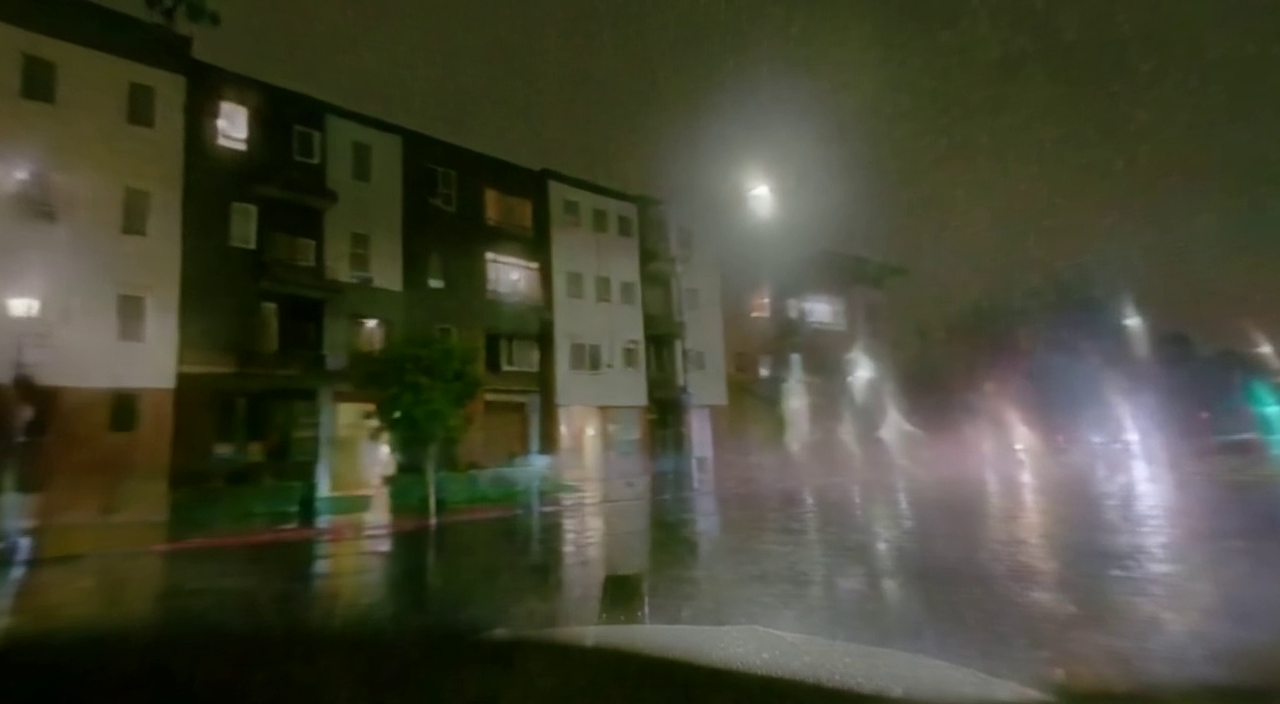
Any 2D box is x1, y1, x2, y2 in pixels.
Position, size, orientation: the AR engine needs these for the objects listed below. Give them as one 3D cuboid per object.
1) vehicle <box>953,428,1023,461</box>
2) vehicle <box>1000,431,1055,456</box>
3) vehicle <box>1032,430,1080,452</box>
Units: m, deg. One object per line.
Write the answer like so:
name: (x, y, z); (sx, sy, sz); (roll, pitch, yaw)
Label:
vehicle: (19.324, 5.104, 35.020); (4.335, 1.708, 2.075); (7, -11, -43)
vehicle: (24.269, 5.730, 39.488); (4.201, 1.440, 1.719); (7, -11, -43)
vehicle: (28.667, 6.135, 43.488); (1.881, 1.459, 4.202); (-8, -12, 44)
